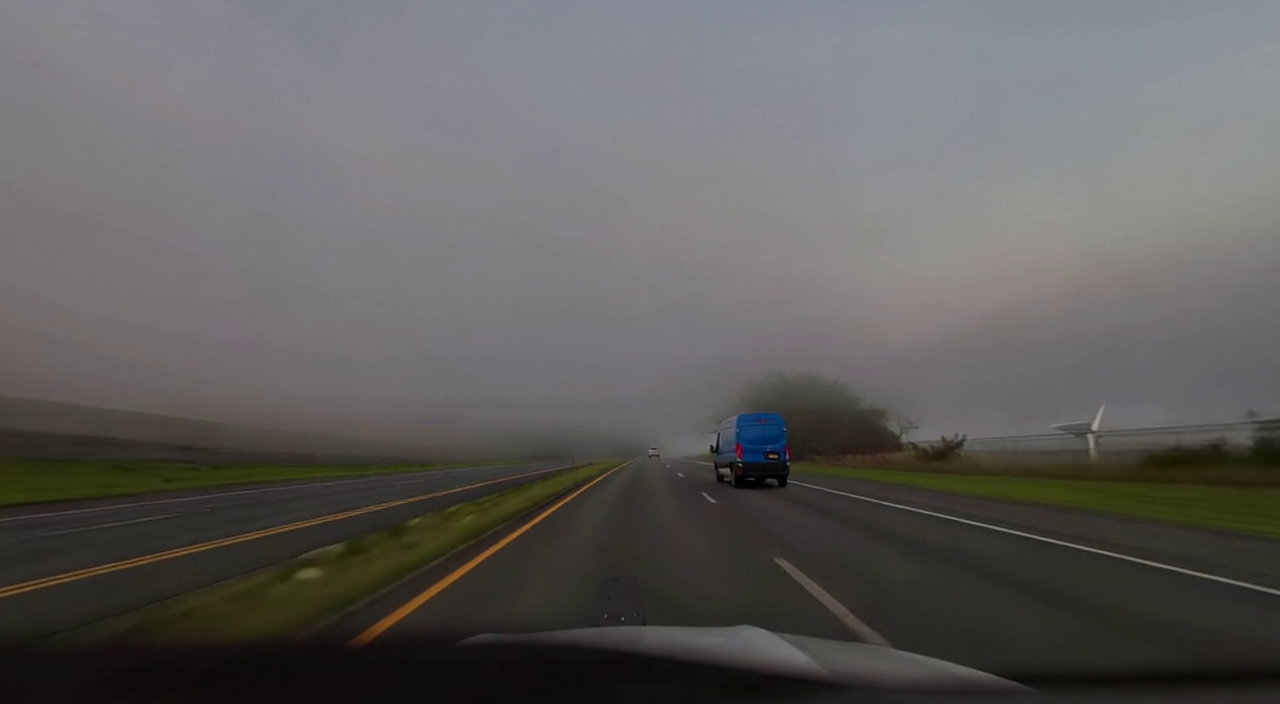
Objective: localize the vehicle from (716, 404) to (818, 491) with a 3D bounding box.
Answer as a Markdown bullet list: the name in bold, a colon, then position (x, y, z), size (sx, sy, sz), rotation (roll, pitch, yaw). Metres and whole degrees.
- **vehicle**: position (4.363, 3.449, 22.799), size (2.437, 2.735, 5.507), rotation (0, -9, -1)
